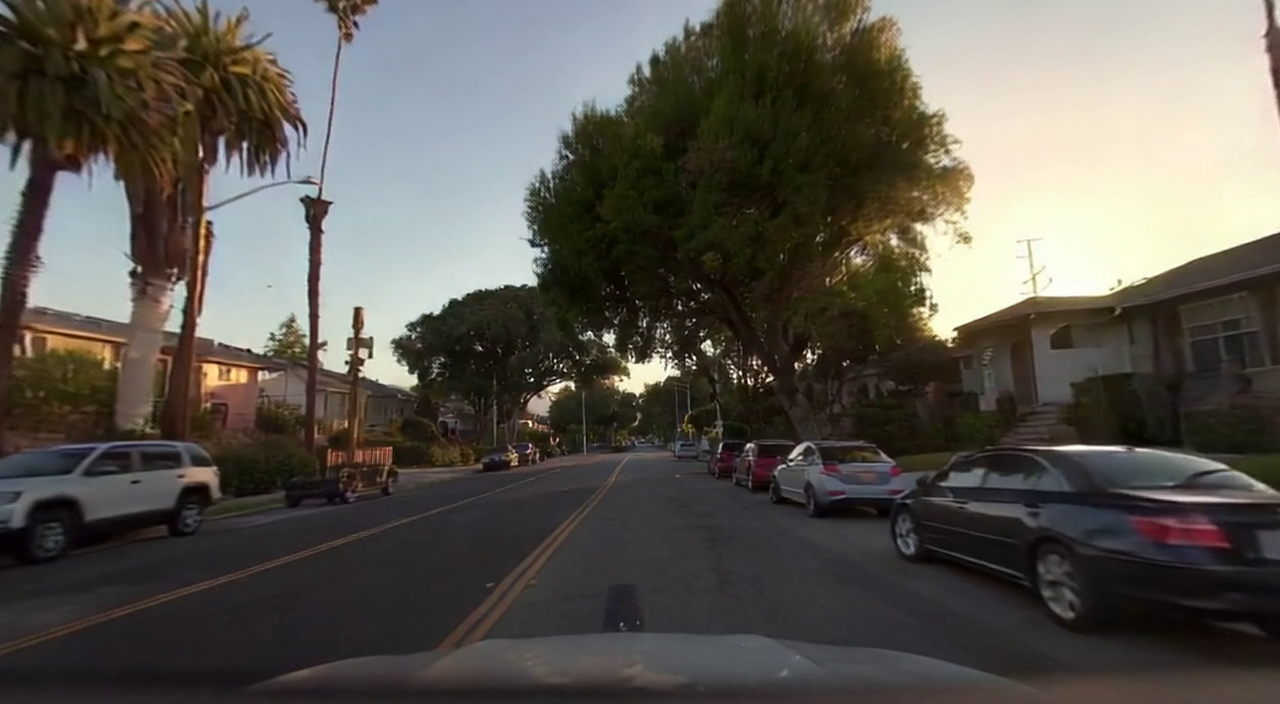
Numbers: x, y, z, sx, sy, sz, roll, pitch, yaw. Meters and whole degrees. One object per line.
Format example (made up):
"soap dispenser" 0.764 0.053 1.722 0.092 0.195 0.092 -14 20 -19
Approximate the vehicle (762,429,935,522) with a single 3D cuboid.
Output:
"vehicle" 3.928 2.397 12.844 1.929 1.543 4.379 0 -8 -1

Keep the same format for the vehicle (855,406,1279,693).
"vehicle" 3.628 1.359 5.635 1.819 1.487 4.537 0 -8 0

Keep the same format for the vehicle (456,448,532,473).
"vehicle" -9.246 6.824 39.899 4.419 1.486 1.808 3 -9 -21

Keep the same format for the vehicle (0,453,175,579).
"vehicle" -8.864 2.126 8.384 3.912 1.488 1.837 3 -9 -23
